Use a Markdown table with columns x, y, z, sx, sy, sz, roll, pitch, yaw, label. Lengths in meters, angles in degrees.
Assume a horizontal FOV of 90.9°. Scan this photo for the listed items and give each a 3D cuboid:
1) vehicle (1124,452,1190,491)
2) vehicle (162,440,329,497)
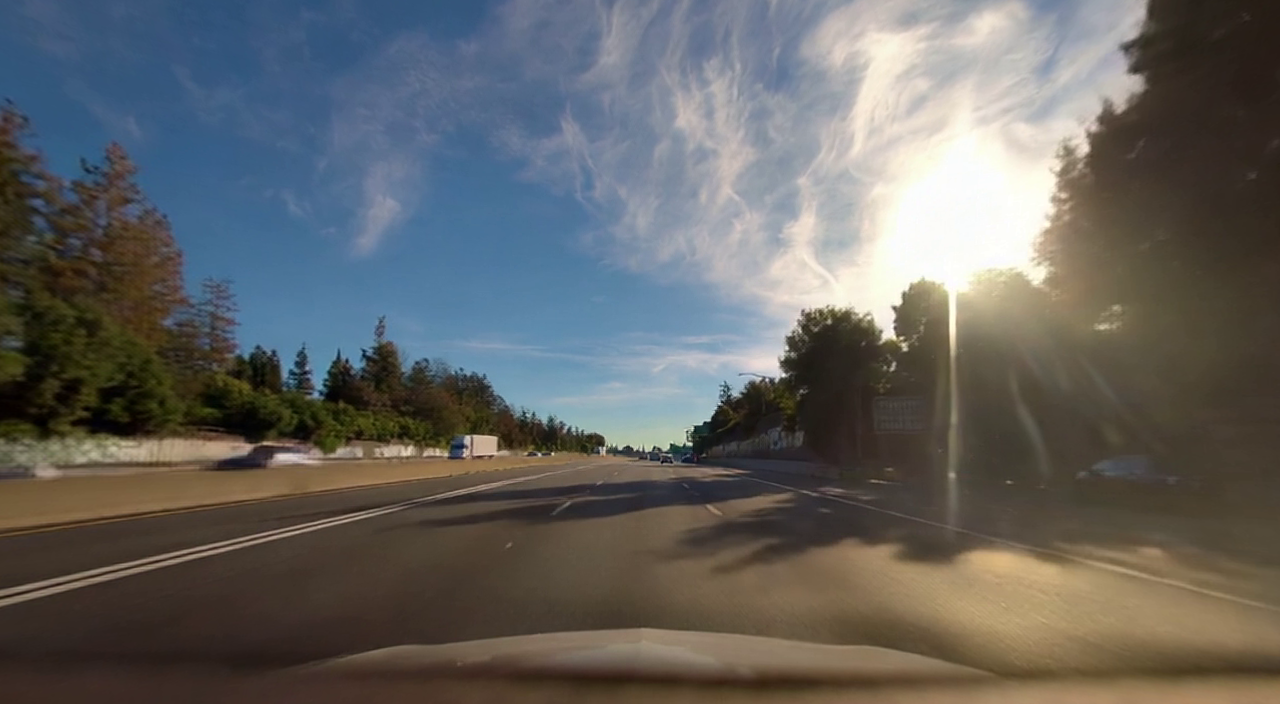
| x | y | z | sx | sy | sz | roll | pitch | yaw | label |
| --- | --- | --- | --- | --- | --- | --- | --- | --- | --- |
| 22.781 | 5.208 | 27.758 | 2.008 | 1.534 | 3.912 | -7 | -11 | 39 | vehicle |
| -12.453 | 3.704 | 20.443 | 2.015 | 1.589 | 5.138 | 0 | -9 | 1 | vehicle |
